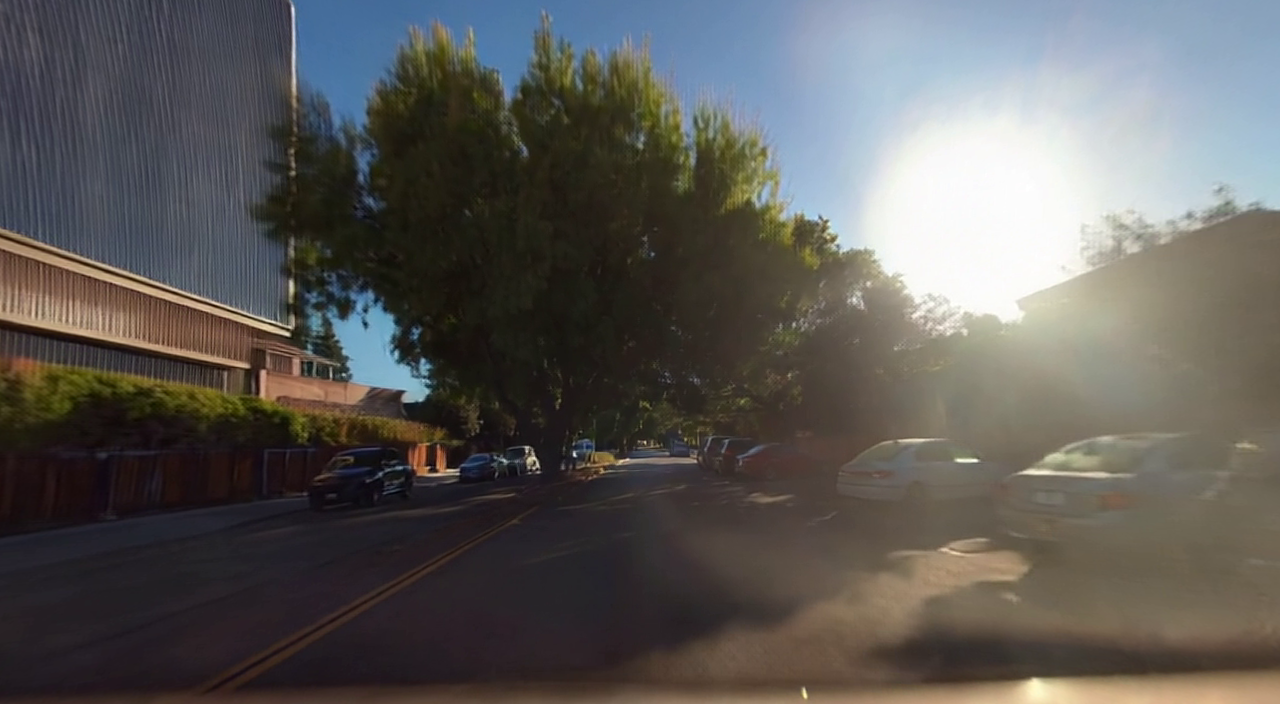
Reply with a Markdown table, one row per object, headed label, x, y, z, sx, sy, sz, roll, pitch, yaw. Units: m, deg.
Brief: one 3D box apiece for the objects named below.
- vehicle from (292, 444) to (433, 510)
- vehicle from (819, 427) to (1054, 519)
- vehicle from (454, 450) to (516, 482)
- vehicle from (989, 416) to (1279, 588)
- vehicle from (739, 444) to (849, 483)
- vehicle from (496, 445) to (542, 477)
| label | x | y | z | sx | sy | sz | roll | pitch | yaw |
| --- | --- | --- | --- | --- | --- | --- | --- | --- | --- |
| vehicle | -7.943 | 3.578 | 18.651 | 2.172 | 1.707 | 4.273 | 0 | -8 | 0 |
| vehicle | 6.642 | 2.623 | 14.148 | 4.858 | 1.758 | 2.021 | 4 | -9 | -25 |
| vehicle | -8.032 | 5.921 | 33.154 | 1.911 | 1.497 | 4.738 | 0 | -8 | 2 |
| vehicle | 7.072 | 1.748 | 8.163 | 4.846 | 1.645 | 2.008 | 4 | -10 | -27 |
| vehicle | 6.458 | 4.615 | 26.428 | 4.265 | 1.510 | 1.915 | 5 | -10 | -29 |
| vehicle | -7.607 | 6.862 | 40.092 | 1.957 | 1.693 | 4.588 | -2 | -6 | 1 |
